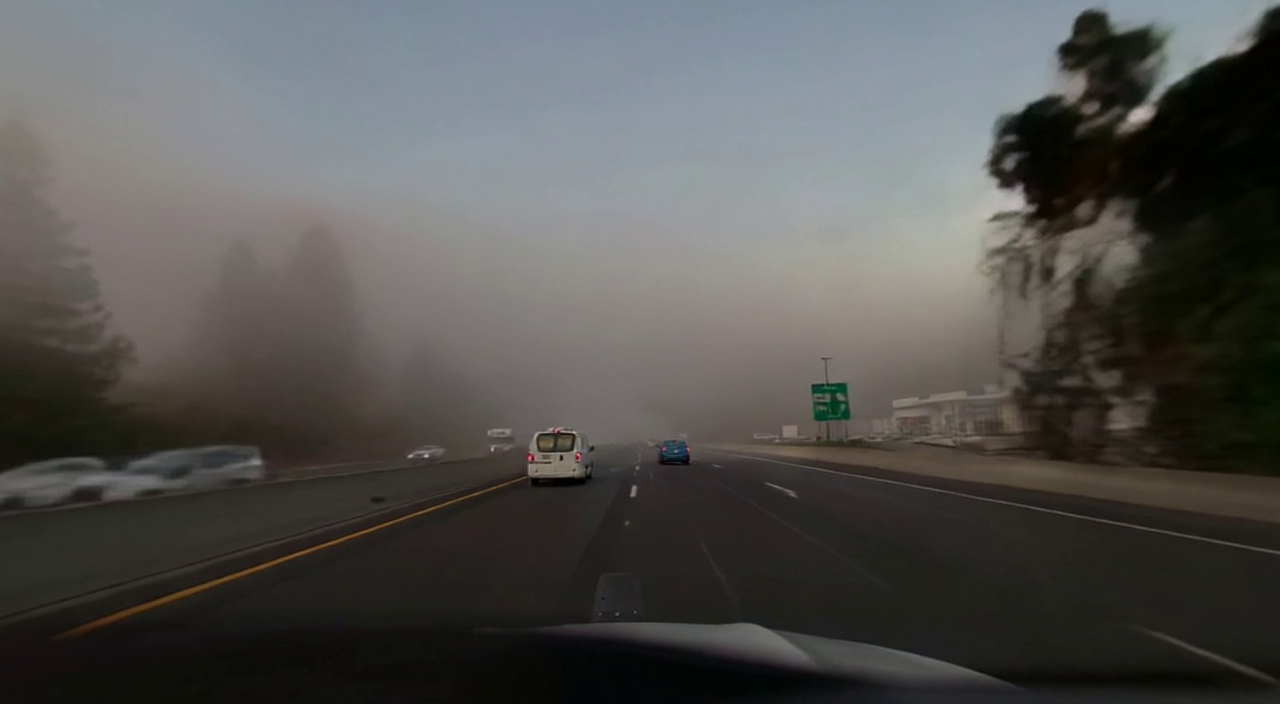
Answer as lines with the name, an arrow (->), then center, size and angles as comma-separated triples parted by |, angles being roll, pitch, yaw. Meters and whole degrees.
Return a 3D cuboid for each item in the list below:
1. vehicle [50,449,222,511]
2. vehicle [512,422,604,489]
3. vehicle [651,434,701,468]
vehicle -> -13.880, 3.487, 17.654 | 1.805, 1.467, 3.531 | 0, -8, 1
vehicle -> -2.269, 2.983, 18.680 | 2.061, 1.732, 4.457 | 0, -8, 1
vehicle -> 1.683, 4.852, 31.159 | 2.151, 1.550, 4.694 | 0, -8, -1
